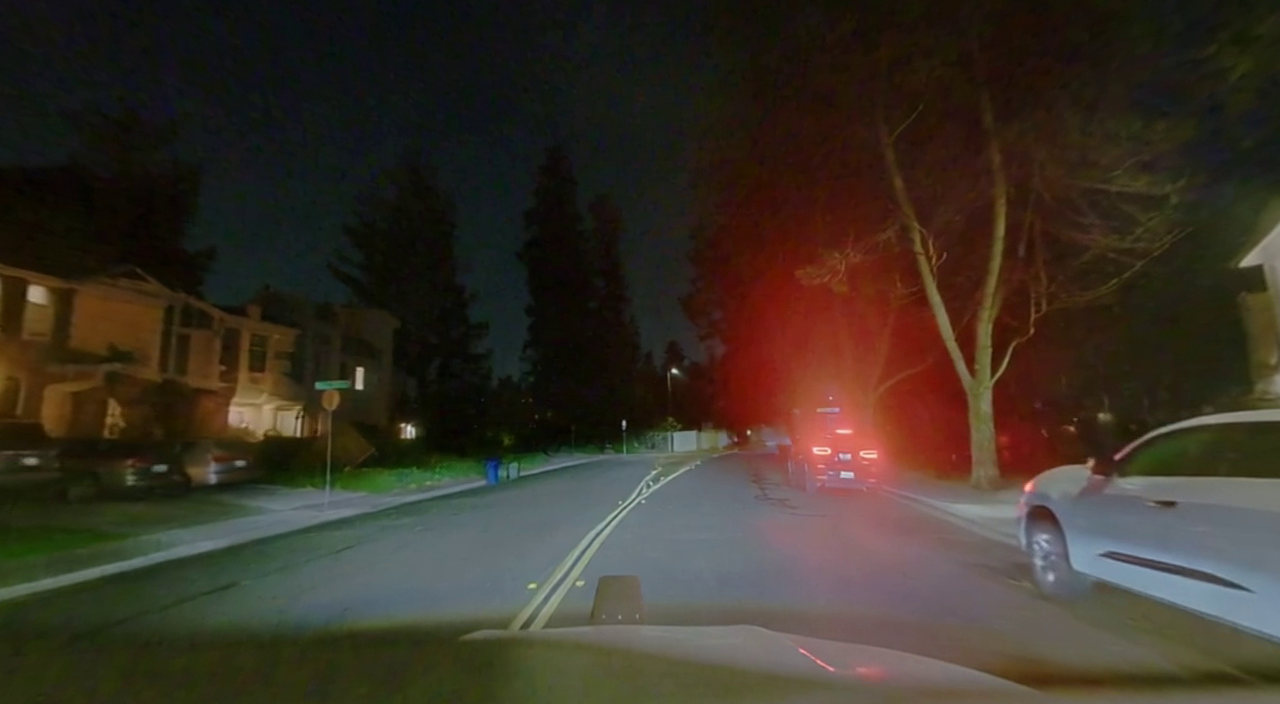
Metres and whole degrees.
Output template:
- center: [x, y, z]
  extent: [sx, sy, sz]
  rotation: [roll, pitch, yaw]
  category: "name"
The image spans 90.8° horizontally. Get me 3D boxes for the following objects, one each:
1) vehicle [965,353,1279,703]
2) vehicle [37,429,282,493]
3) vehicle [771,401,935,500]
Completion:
- center: [4.186, 1.035, 3.849]
  extent: [2.194, 1.786, 4.704]
  rotation: [-1, -9, 5]
  category: "vehicle"
- center: [-11.585, 2.647, 15.451]
  extent: [4.455, 1.419, 2.017]
  rotation: [-1, -9, 5]
  category: "vehicle"
- center: [5.247, 2.603, 16.840]
  extent: [2.735, 2.117, 6.103]
  rotation: [-1, -9, 5]
  category: "vehicle"
